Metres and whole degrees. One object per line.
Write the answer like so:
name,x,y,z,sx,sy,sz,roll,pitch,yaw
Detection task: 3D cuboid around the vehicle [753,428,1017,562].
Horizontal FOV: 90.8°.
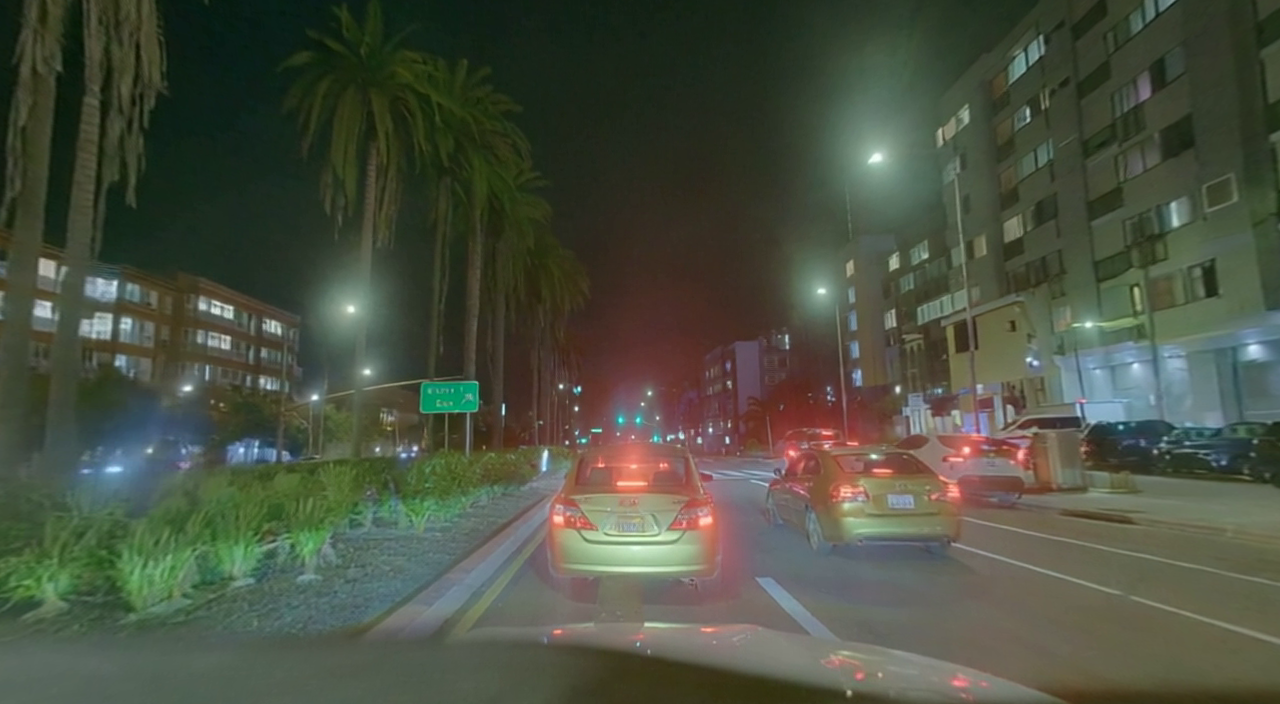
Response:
vehicle,3.104,1.906,9.224,1.925,1.451,4.436,0,-8,-2

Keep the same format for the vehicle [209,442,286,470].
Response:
vehicle,-28.299,7.479,45.810,2.115,1.884,5.481,0,-8,-1

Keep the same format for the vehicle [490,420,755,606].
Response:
vehicle,-0.155,1.610,7.195,2.158,1.498,3.919,0,-8,0

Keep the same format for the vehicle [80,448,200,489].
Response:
vehicle,-20.404,4.748,26.014,1.764,1.510,3.827,0,-8,0

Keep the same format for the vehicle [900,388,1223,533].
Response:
vehicle,7.208,1.968,11.920,2.254,2.072,5.577,0,-8,1
